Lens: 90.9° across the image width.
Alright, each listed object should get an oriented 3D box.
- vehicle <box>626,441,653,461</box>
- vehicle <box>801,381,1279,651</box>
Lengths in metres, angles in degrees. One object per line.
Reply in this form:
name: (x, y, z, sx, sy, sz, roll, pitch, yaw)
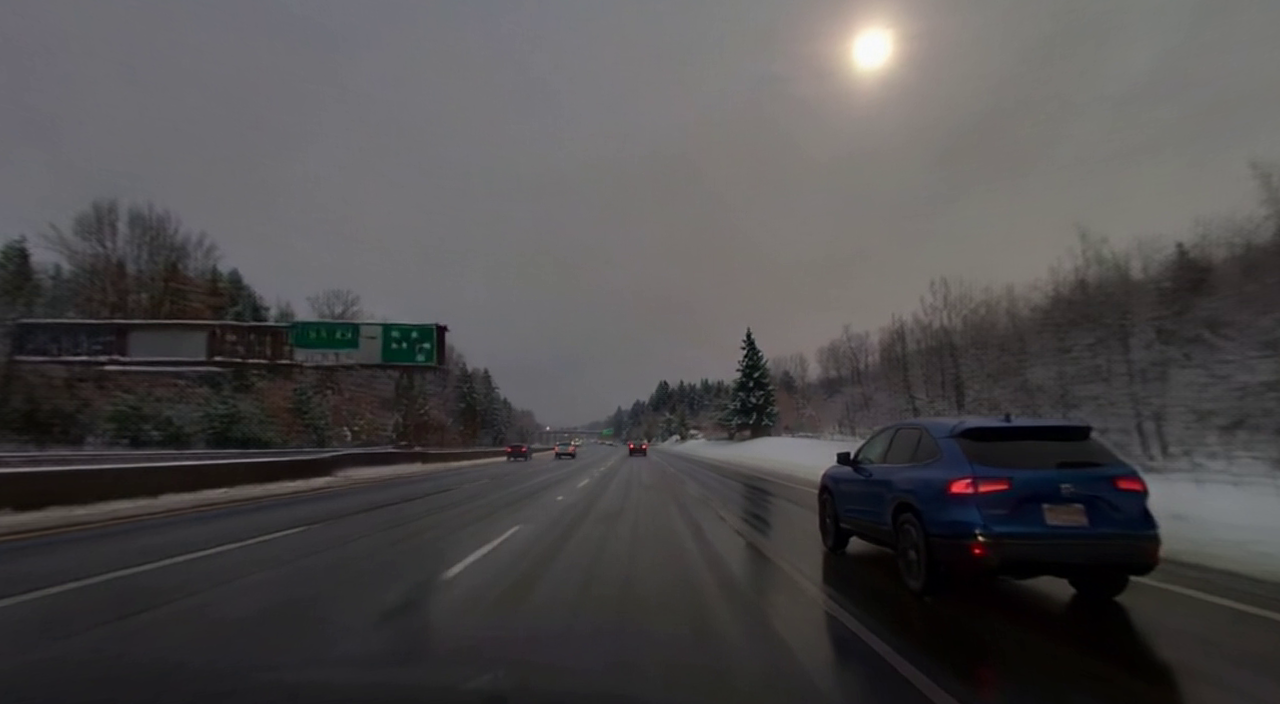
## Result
vehicle: (-0.033, 7.668, 49.100, 1.985, 1.450, 4.266, 0, -8, 0)
vehicle: (3.225, 1.348, 6.193, 2.120, 1.706, 4.226, 0, -8, 0)
